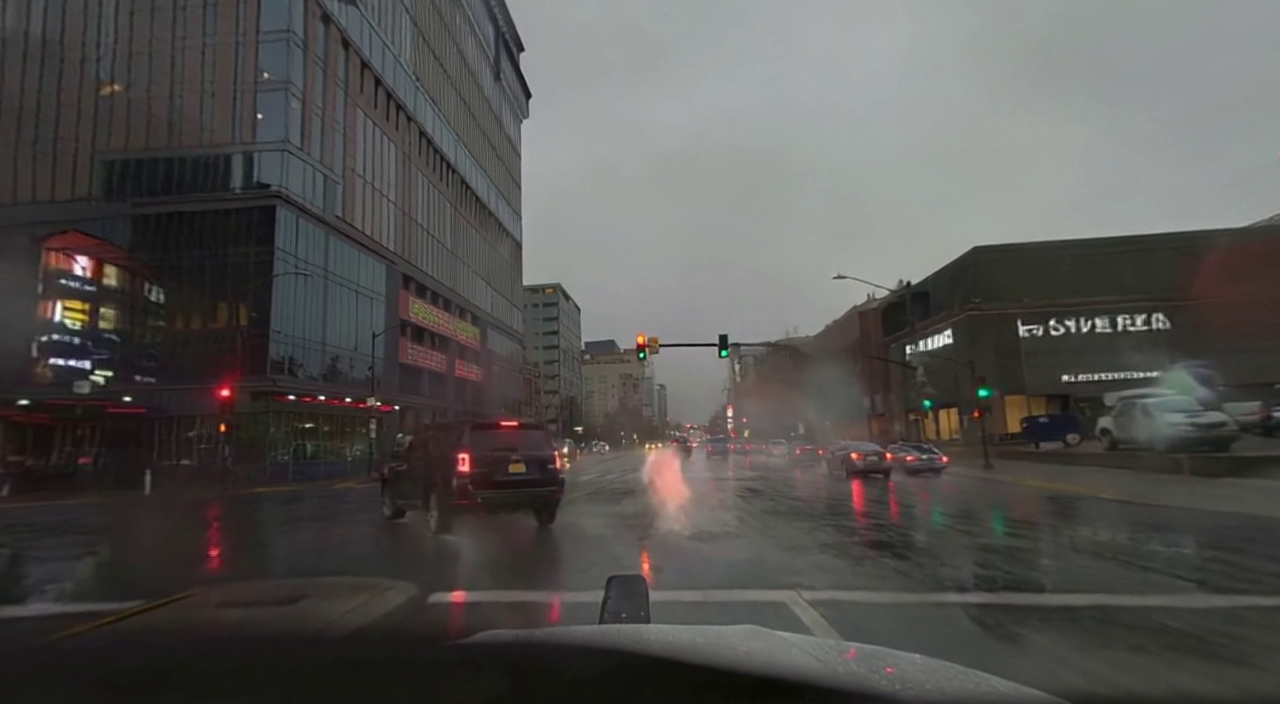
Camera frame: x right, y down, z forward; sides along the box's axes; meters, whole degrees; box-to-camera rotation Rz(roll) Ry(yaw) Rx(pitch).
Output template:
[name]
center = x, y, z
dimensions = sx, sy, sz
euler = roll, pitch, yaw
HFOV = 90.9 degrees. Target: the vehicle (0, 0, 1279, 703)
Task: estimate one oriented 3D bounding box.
[vehicle]
center = -0.505, 0.620, 1.669
dimensions = 2.242, 1.812, 4.993
euler = -3, -9, -1
